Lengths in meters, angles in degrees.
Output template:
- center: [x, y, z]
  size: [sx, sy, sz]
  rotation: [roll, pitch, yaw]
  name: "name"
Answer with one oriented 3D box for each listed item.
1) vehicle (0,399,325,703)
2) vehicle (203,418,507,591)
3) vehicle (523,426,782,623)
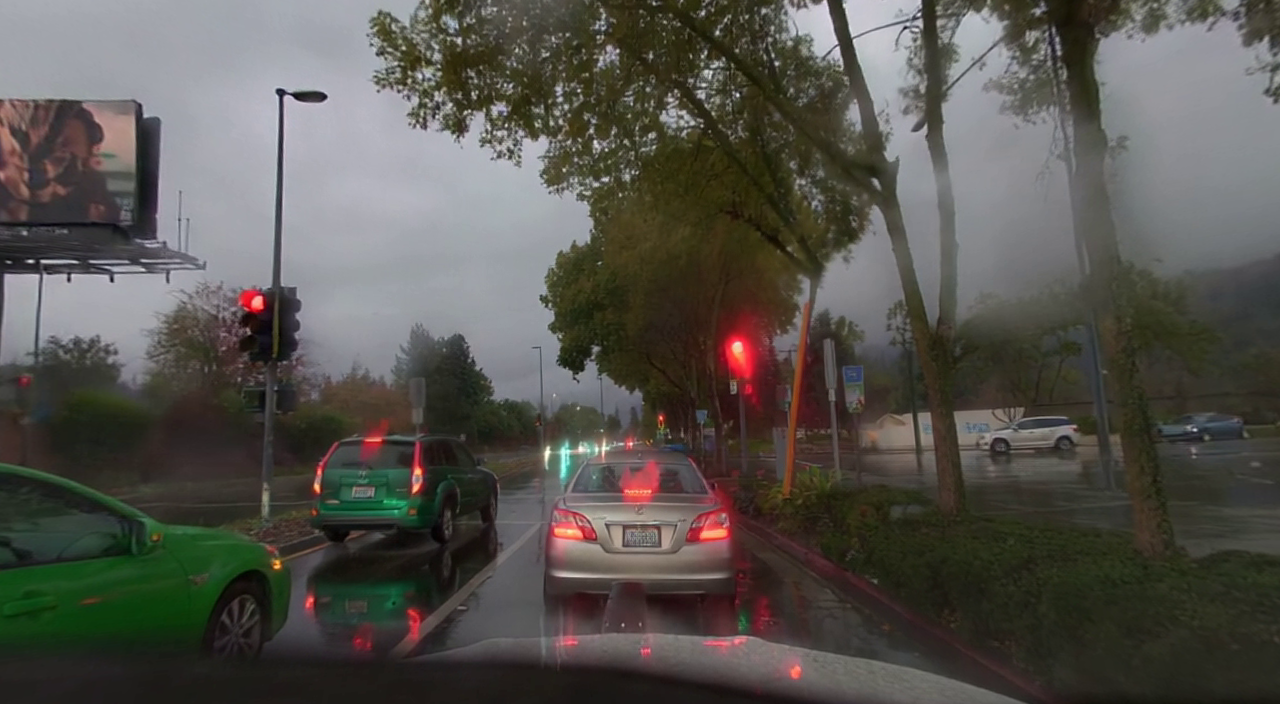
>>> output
- center: [-3.145, 0.974, 2.421]
  size: [1.808, 1.520, 3.846]
  rotation: [-1, -9, 1]
  name: "vehicle"
- center: [-3.166, 1.781, 8.133]
  size: [1.950, 1.628, 4.082]
  rotation: [-1, -9, 1]
  name: "vehicle"
- center: [0.035, 1.586, 6.624]
  size: [1.977, 1.467, 3.474]
  rotation: [0, -9, -2]
  name: "vehicle"
